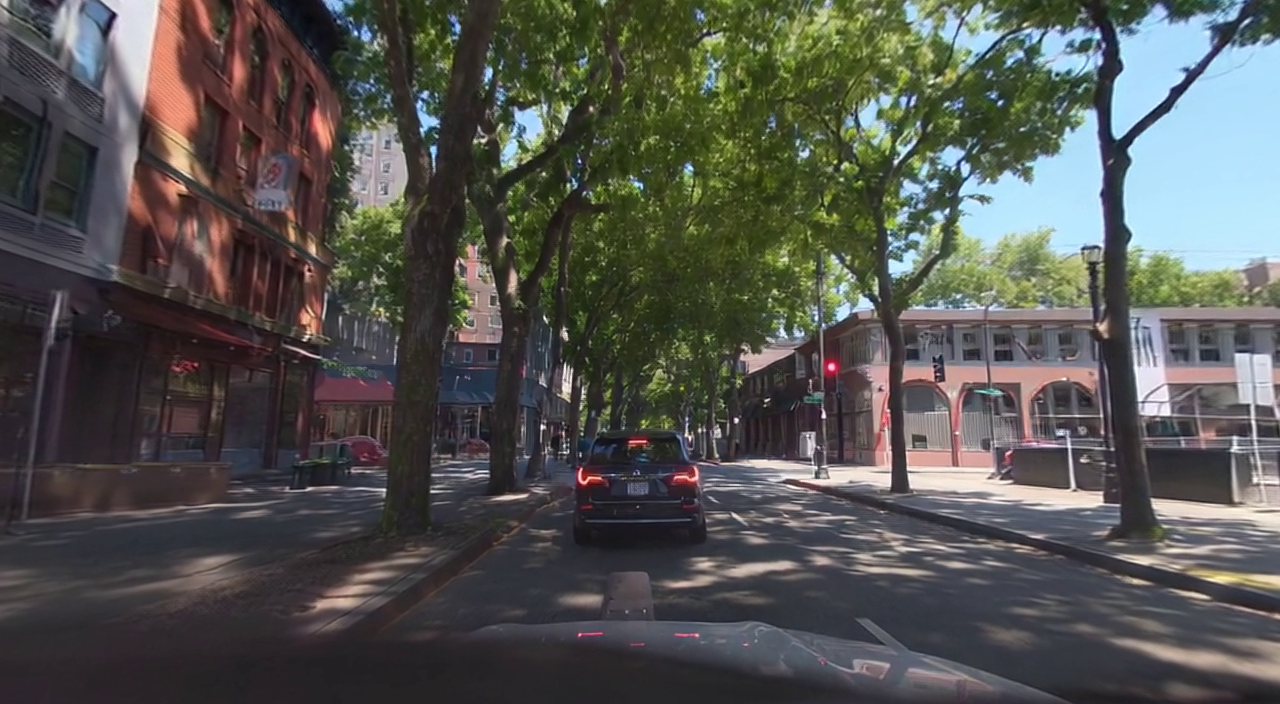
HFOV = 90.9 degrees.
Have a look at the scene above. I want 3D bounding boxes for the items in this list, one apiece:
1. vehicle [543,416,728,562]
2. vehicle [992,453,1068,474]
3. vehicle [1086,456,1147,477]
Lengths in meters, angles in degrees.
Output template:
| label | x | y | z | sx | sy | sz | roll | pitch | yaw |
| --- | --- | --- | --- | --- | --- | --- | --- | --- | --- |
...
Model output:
| label | x | y | z | sx | sy | sz | roll | pitch | yaw |
| --- | --- | --- | --- | --- | --- | --- | --- | --- | --- |
| vehicle | -0.082 | 1.834 | 9.110 | 2.079 | 1.621 | 3.861 | 0 | -8 | -1 |
| vehicle | 29.772 | 8.493 | 48.159 | 4.668 | 1.441 | 1.904 | 1 | -9 | -6 |
| vehicle | 36.489 | 8.750 | 48.278 | 3.445 | 1.363 | 1.608 | 3 | -7 | -1 |
